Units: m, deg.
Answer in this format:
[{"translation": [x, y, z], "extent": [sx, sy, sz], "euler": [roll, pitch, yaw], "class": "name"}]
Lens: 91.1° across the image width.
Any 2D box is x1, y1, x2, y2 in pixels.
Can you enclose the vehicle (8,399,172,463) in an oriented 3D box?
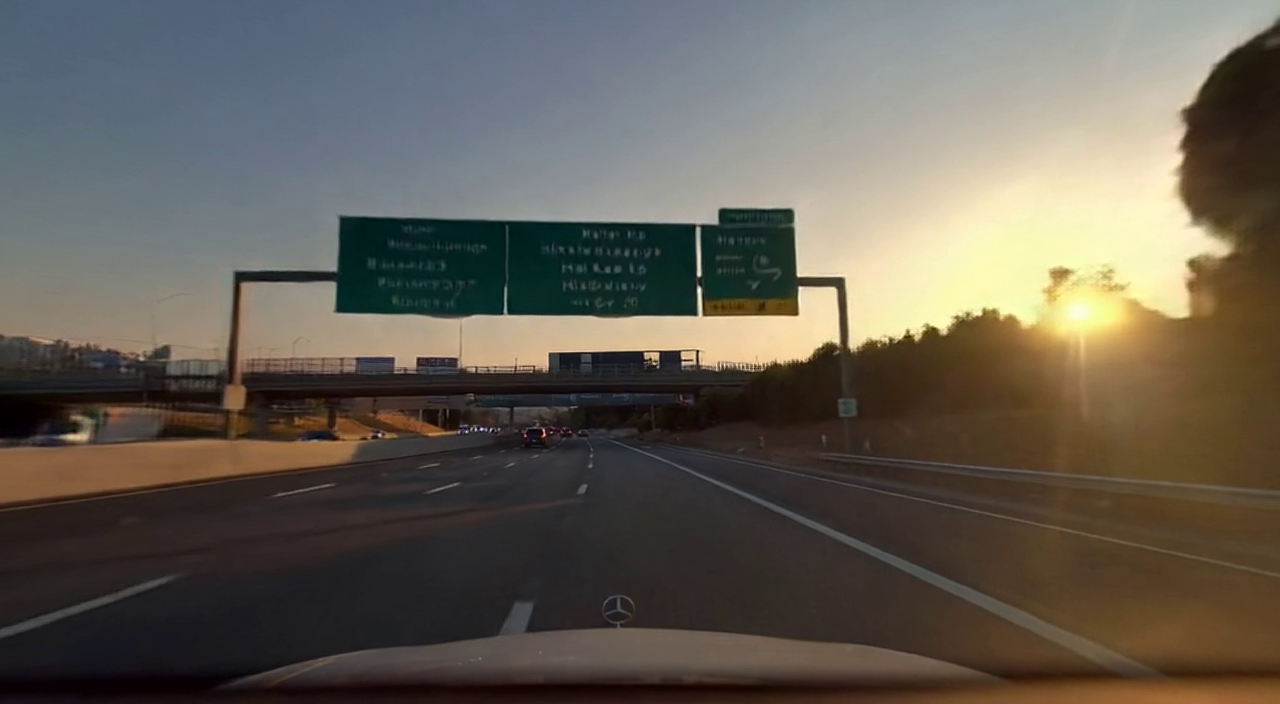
[{"translation": [-29.567, 4.333, 34.331], "extent": [2.628, 3.088, 7.182], "euler": [0, -8, -3], "class": "vehicle"}]
